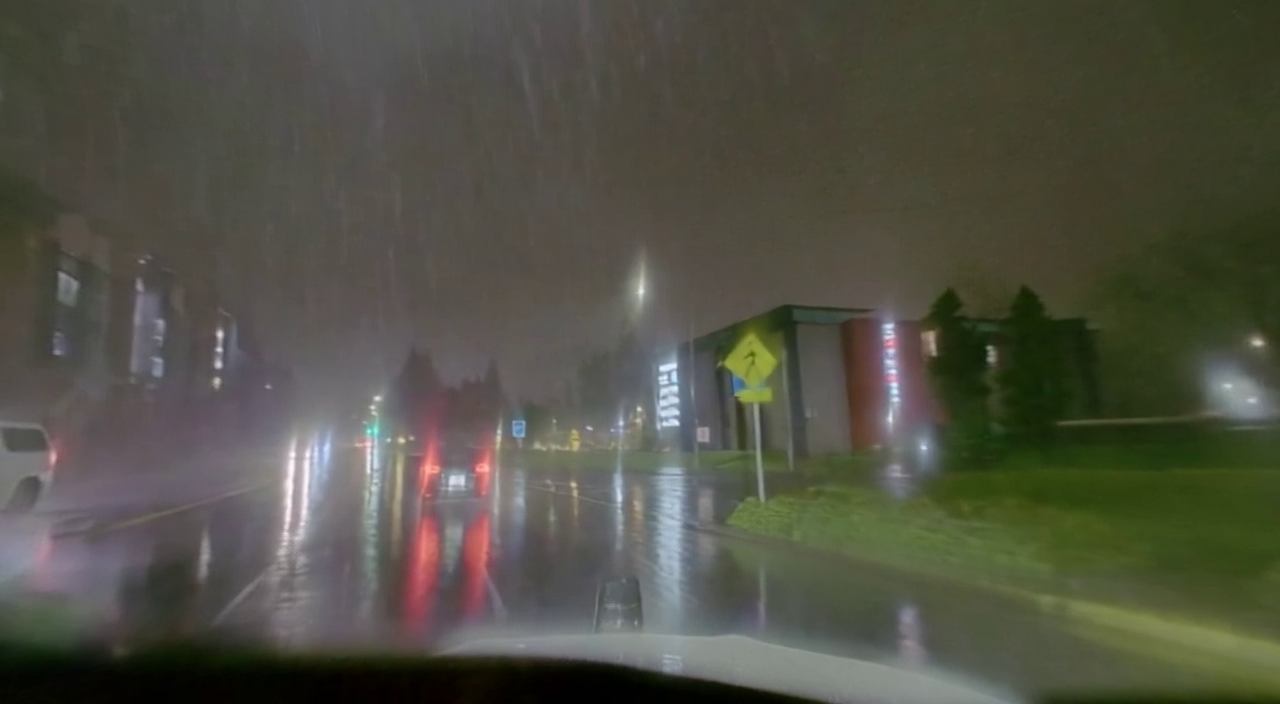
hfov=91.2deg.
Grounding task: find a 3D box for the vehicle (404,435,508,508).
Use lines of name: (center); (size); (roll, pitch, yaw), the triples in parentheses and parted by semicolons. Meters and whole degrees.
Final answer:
vehicle: (-4.617, 2.837, 15.401); (2.014, 1.525, 3.670); (3, -9, -22)
